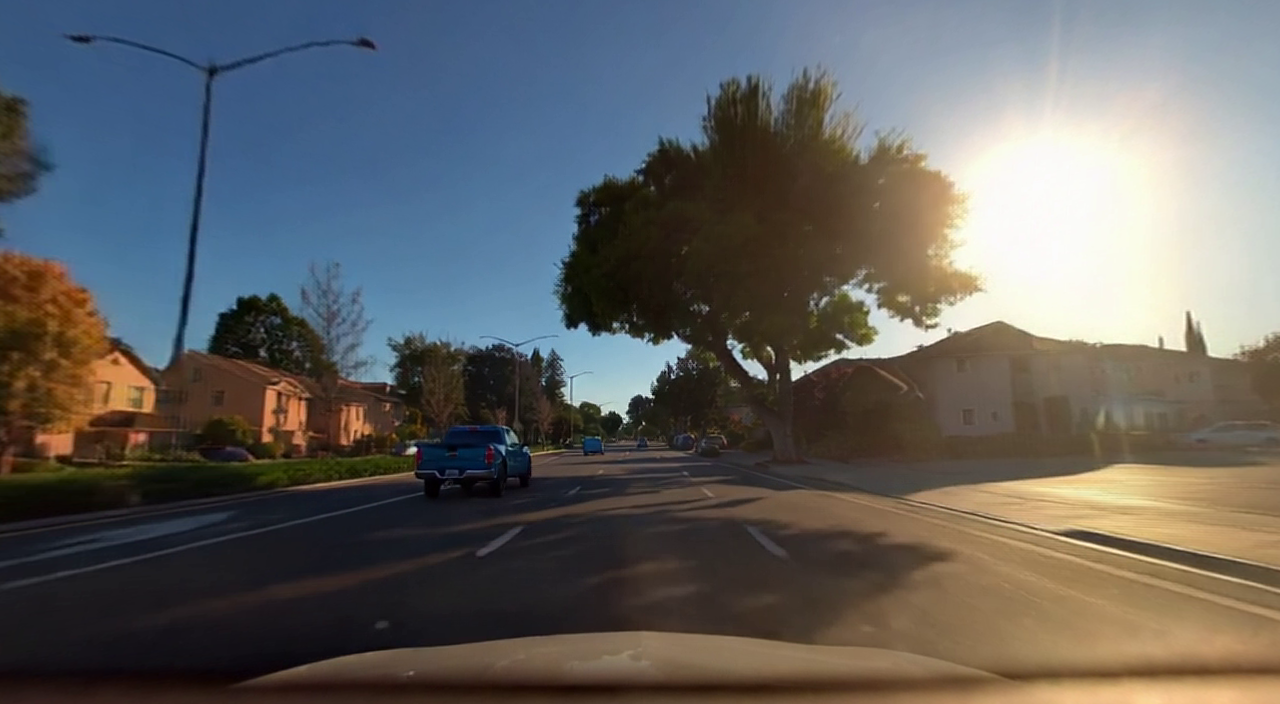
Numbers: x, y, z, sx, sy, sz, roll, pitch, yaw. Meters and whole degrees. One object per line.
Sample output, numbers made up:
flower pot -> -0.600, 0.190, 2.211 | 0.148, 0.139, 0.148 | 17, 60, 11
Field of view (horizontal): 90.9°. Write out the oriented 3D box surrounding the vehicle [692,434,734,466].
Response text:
vehicle -> 4.203, 5.717, 37.025 | 2.016, 1.736, 4.356 | 0, -8, 1

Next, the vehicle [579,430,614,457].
vehicle -> -3.311, 7.082, 48.854 | 2.230, 1.987, 4.385 | 0, -8, 2

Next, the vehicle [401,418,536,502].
vehicle -> -4.052, 2.638, 15.841 | 2.002, 1.747, 4.728 | 0, -8, 0
